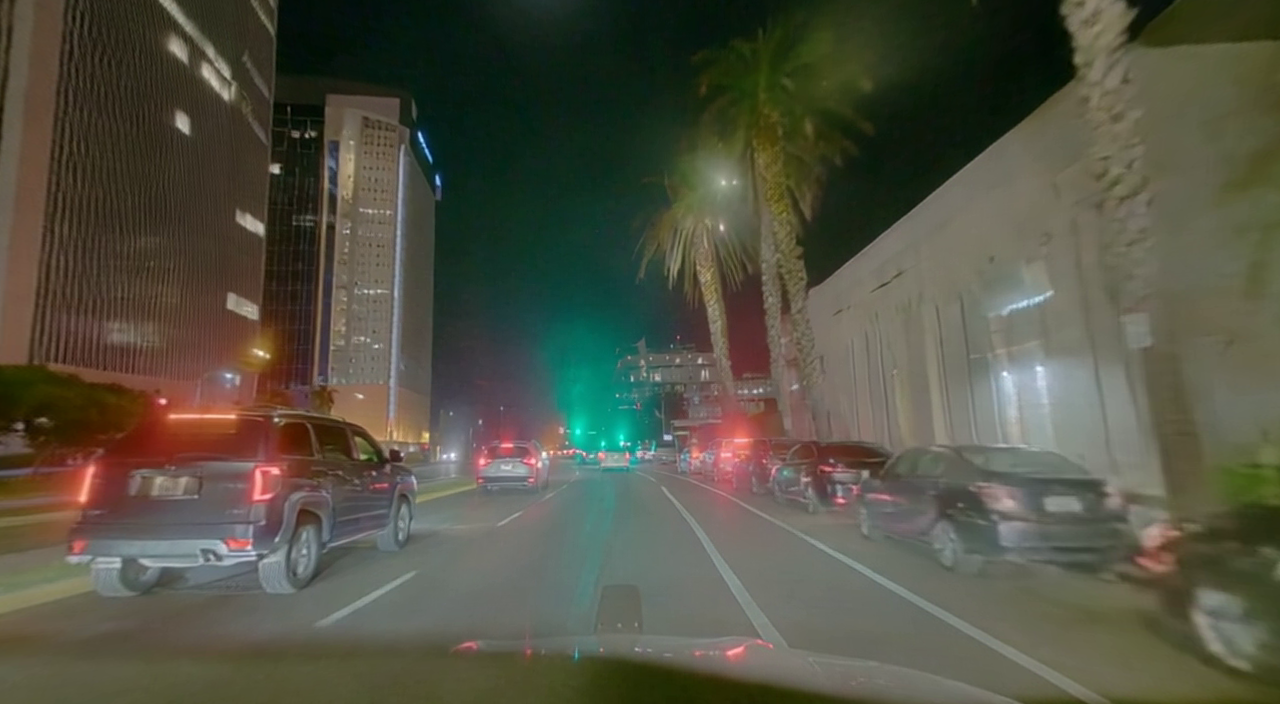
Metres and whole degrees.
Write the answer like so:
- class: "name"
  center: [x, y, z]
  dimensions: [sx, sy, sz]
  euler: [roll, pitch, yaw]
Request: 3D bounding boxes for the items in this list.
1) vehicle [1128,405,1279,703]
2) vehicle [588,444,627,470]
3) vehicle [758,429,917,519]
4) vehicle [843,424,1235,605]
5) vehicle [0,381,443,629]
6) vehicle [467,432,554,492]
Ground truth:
- class: "vehicle"
  center: [4.059, 0.815, 1.647]
  dimensions: [1.873, 1.511, 4.523]
  euler: [0, -9, -1]
- class: "vehicle"
  center: [-1.956, 6.078, 36.611]
  dimensions: [2.036, 1.461, 3.890]
  euler: [1, -9, -7]
- class: "vehicle"
  center: [3.971, 2.533, 13.563]
  dimensions: [1.773, 1.584, 4.553]
  euler: [1, -9, -2]
- class: "vehicle"
  center: [4.045, 1.682, 7.416]
  dimensions: [1.829, 1.499, 4.109]
  euler: [0, -9, -2]
- class: "vehicle"
  center: [-3.725, 1.424, 6.763]
  dimensions: [1.800, 1.797, 4.224]
  euler: [0, -9, 0]
- class: "vehicle"
  center: [-4.088, 3.540, 20.619]
  dimensions: [2.014, 1.740, 4.392]
  euler: [0, -9, -2]
